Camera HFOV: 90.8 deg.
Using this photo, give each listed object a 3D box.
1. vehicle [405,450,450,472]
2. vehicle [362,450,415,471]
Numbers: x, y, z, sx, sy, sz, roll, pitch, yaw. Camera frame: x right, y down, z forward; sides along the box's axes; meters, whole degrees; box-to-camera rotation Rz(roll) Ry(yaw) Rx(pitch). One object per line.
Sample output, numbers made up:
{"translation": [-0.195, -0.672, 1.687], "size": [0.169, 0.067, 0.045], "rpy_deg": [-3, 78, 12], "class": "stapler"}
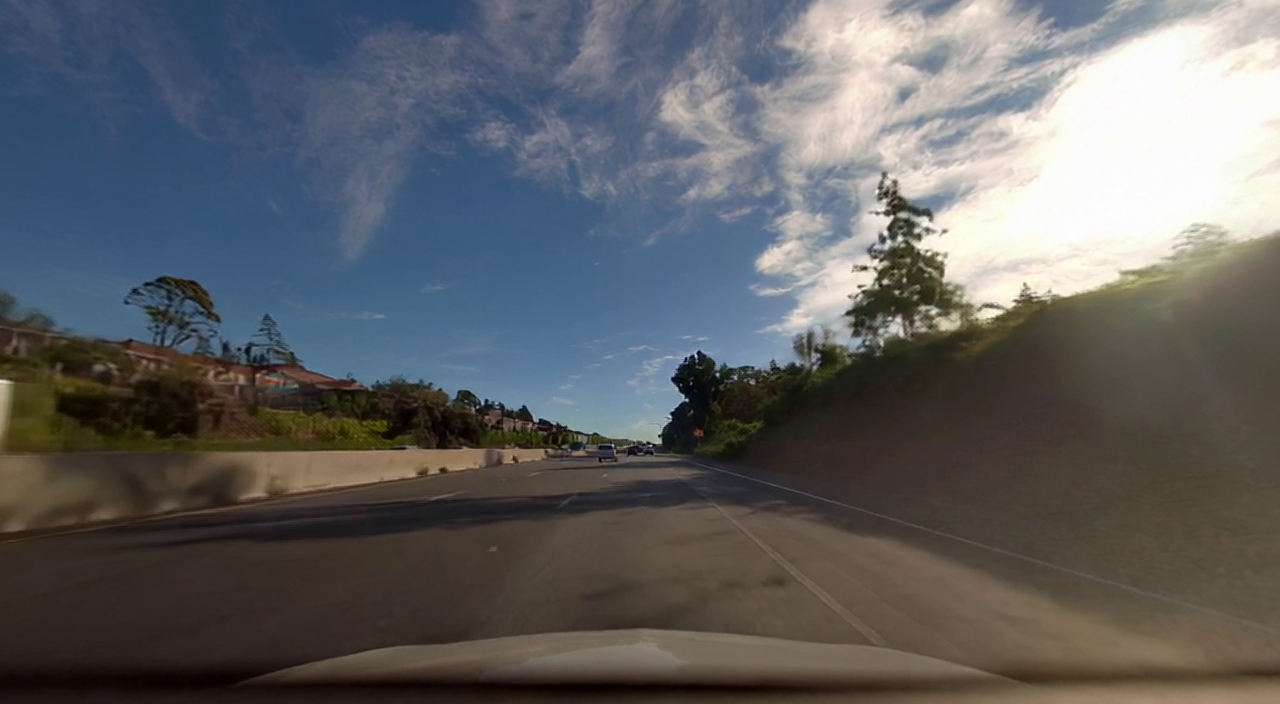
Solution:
{"translation": [-14.835, 7.617, 44.288], "size": [1.789, 1.439, 3.665], "rpy_deg": [0, -9, 1], "class": "vehicle"}
{"translation": [-18.719, 8.090, 47.121], "size": [2.062, 1.470, 4.466], "rpy_deg": [0, -9, 1], "class": "vehicle"}
